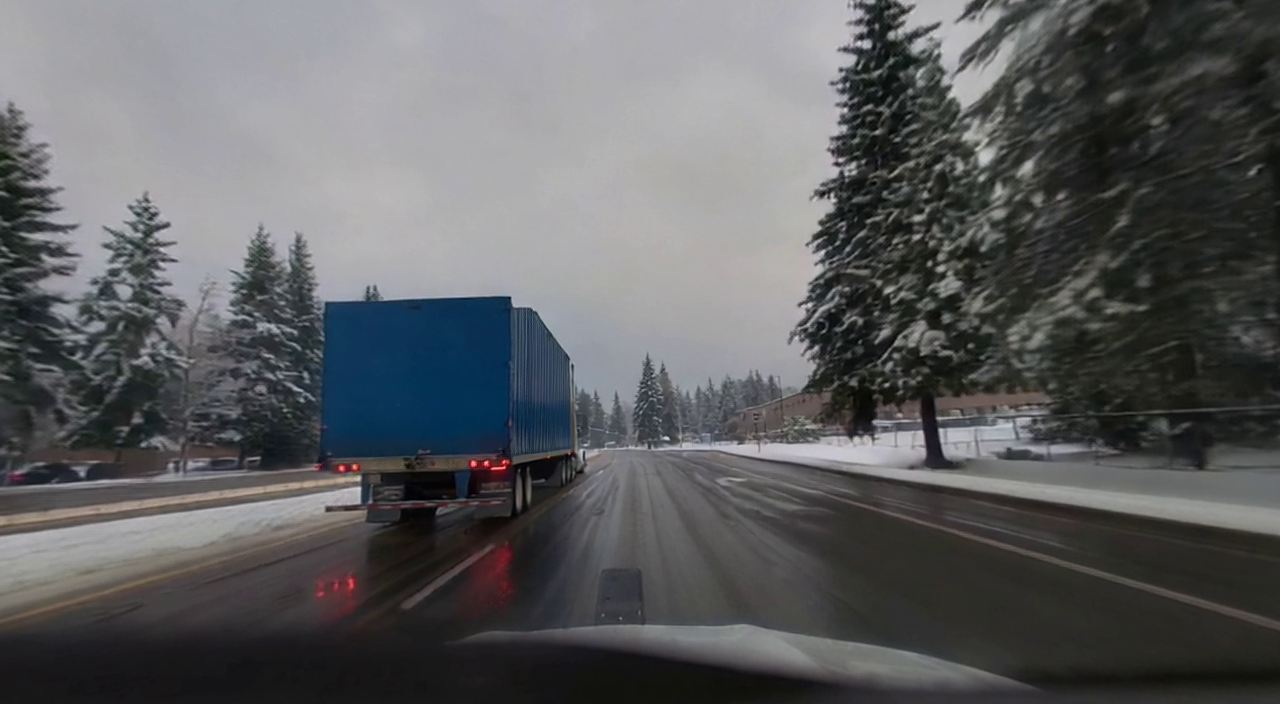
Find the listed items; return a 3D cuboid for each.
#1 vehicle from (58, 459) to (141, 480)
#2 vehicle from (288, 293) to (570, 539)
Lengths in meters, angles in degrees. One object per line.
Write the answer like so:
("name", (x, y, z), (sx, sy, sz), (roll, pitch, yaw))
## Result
("vehicle", (-42.083, 9.141, 49.212), (4.562, 1.524, 1.985), (0, -8, -1))
("vehicle", (-3.363, 1.446, 13.009), (2.910, 3.419, 8.376), (0, -8, 0))
